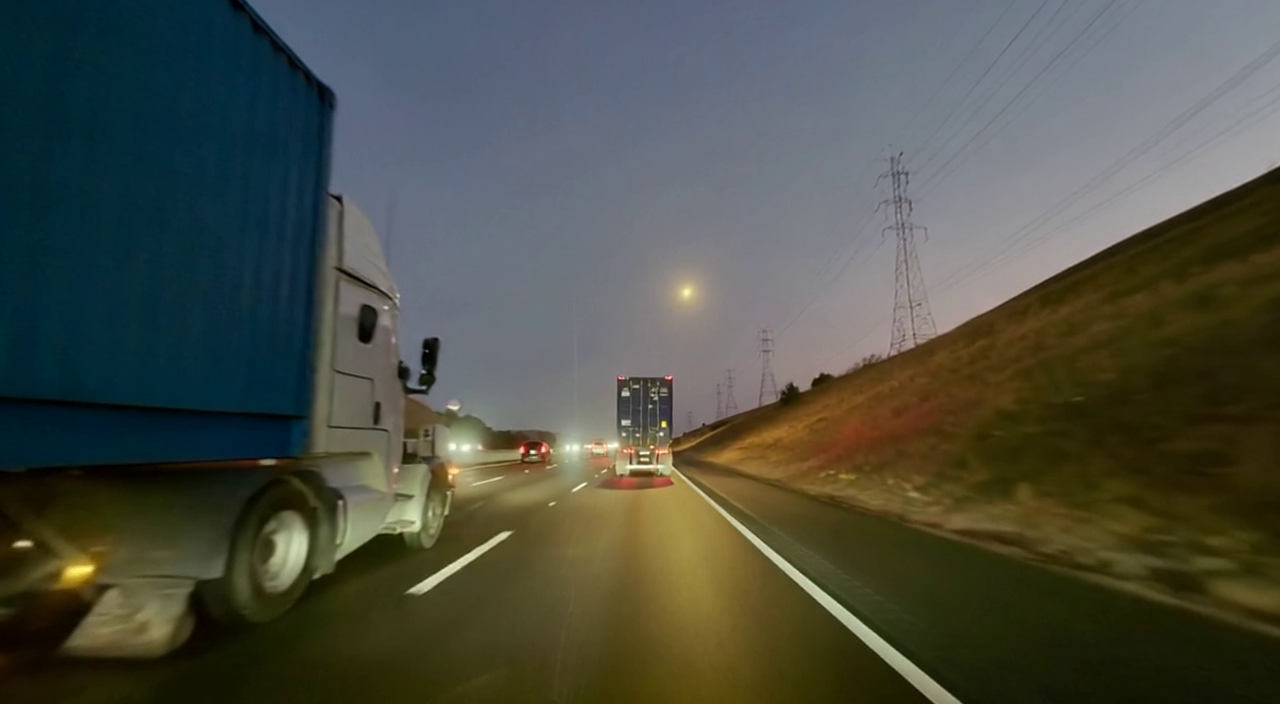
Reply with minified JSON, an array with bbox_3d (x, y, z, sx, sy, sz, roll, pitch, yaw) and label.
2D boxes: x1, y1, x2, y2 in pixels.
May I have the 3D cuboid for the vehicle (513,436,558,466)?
[{"bbox_3d":[-7.062,6.739,42.928,2.214,1.899,4.719,0,-9,1],"label":"vehicle"}]

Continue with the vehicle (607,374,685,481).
[{"bbox_3d":[0.203,3.769,30.141,3.006,4.120,11.586,0,-9,0],"label":"vehicle"}]

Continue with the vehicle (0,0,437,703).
[{"bbox_3d":[-4.040,-0.388,1.886,3.314,4.224,9.816,0,-9,1],"label":"vehicle"}]
